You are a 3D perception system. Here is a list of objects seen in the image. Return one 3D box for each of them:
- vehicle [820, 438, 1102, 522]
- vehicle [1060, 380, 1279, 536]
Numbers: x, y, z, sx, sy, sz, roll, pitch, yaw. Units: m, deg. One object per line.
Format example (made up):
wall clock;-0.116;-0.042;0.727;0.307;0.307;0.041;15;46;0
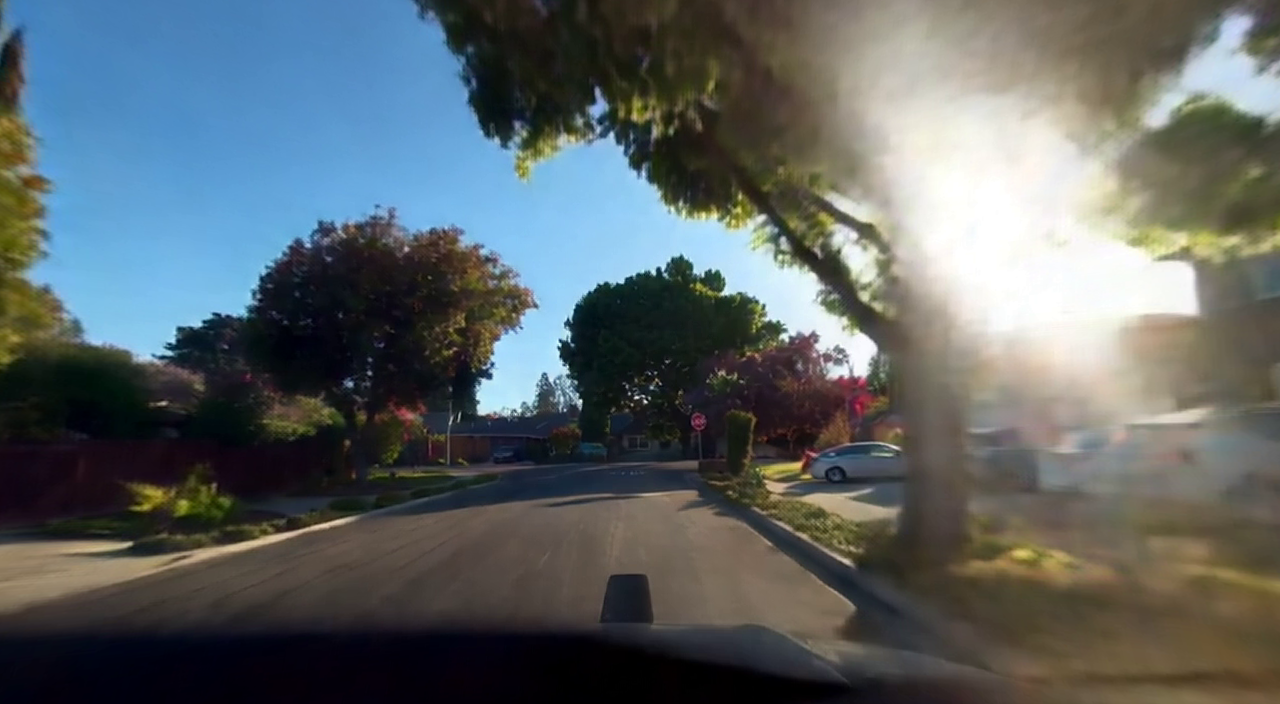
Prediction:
vehicle;5.767;2.335;11.760;4.229;1.402;1.811;0;-8;1
vehicle;9.431;1.469;9.029;5.239;1.933;2.131;0;-8;-1
